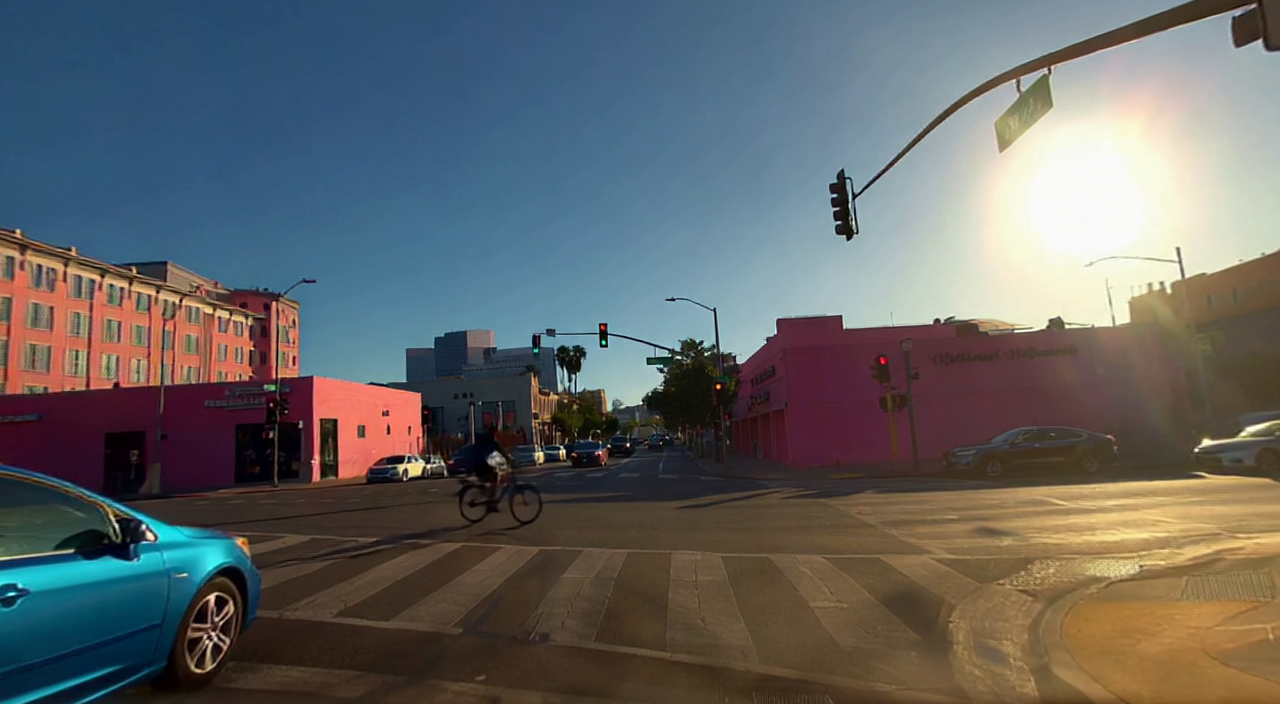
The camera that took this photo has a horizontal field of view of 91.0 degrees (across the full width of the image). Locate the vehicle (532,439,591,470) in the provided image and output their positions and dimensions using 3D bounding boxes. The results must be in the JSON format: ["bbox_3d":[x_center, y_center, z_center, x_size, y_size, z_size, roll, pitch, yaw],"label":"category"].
[{"bbox_3d":[-4.494,5.979,36.871,1.928,1.647,4.575,-2,-9,13],"label":"vehicle"}]

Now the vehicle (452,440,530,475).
[{"bbox_3d":[-8.382,5.975,36.053,2.152,1.825,5.406,-2,-9,12],"label":"vehicle"}]

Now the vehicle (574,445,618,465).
[{"bbox_3d":[-3.009,7.187,44.124,1.743,1.362,4.350,-2,-9,14],"label":"vehicle"}]

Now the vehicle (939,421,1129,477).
[{"bbox_3d":[11.575,2.879,18.798,4.355,1.546,1.820,-1,-9,6],"label":"vehicle"}]

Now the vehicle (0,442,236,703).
[{"bbox_3d":[-3.683,0.973,2.154,1.759,1.325,4.295,0,-9,0],"label":"vehicle"}]

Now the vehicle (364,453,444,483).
[{"bbox_3d":[-12.566,6.175,33.893,1.976,1.425,4.567,-1,-9,9],"label":"vehicle"}]
